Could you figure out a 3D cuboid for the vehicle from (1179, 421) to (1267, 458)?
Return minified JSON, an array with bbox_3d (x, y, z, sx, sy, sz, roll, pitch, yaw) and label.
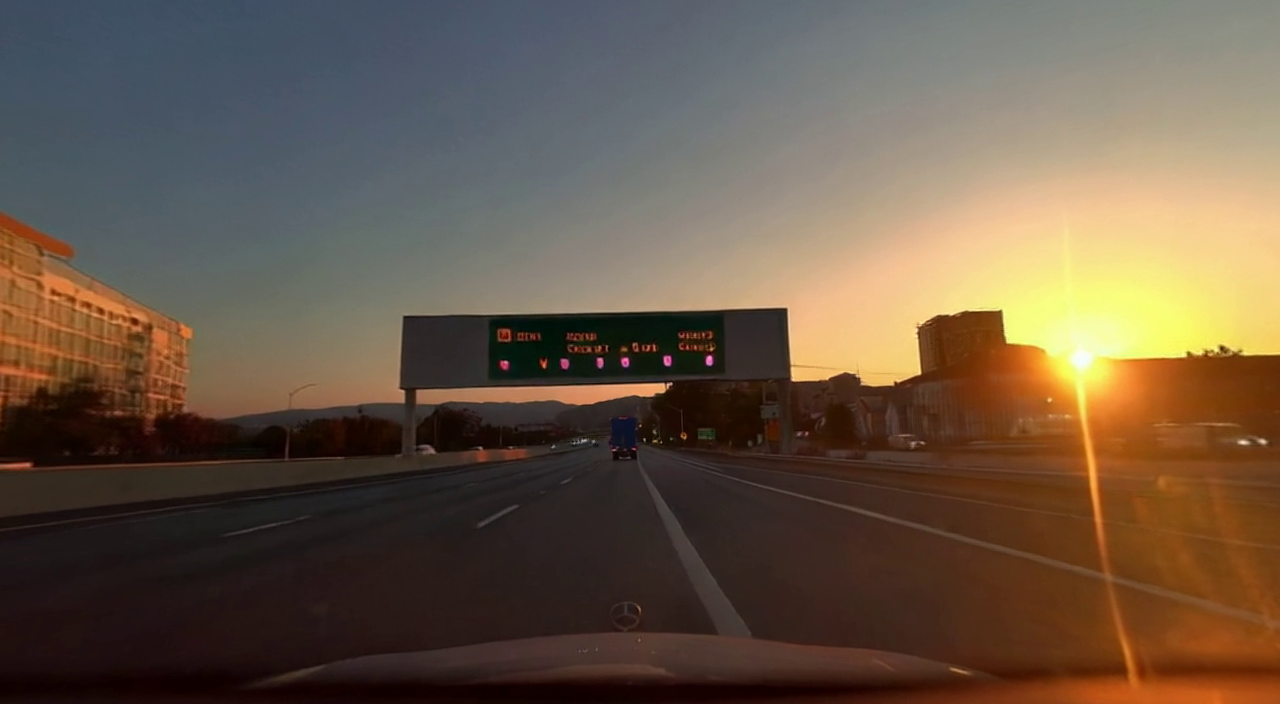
[{"bbox_3d":[42.433,6.459,46.126,2.319,2.462,6.910,-4,-9,22],"label":"vehicle"}]
